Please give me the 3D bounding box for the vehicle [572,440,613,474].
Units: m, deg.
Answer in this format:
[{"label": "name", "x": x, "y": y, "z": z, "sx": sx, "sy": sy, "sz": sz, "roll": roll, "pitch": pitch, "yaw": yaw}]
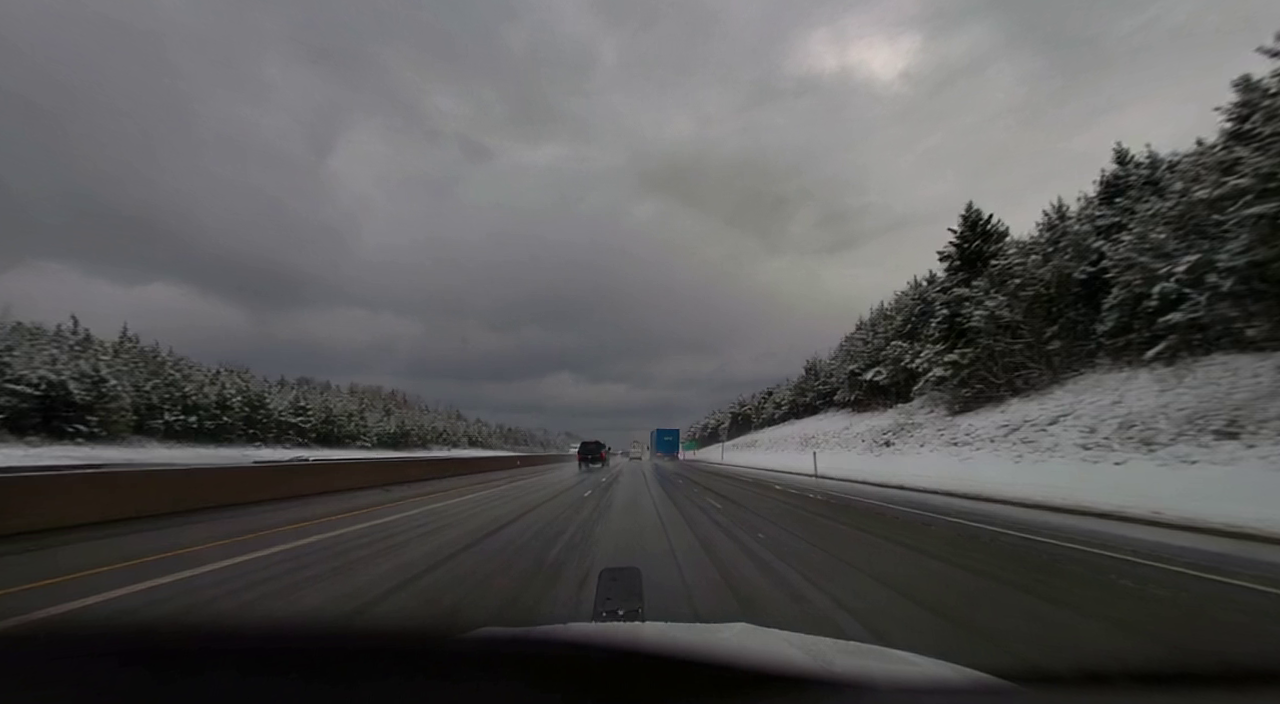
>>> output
[{"label": "vehicle", "x": -2.912, "y": 6.564, "z": 39.649, "sx": 2.190, "sy": 1.949, "sz": 4.883, "roll": -1, "pitch": -9, "yaw": 0}]
